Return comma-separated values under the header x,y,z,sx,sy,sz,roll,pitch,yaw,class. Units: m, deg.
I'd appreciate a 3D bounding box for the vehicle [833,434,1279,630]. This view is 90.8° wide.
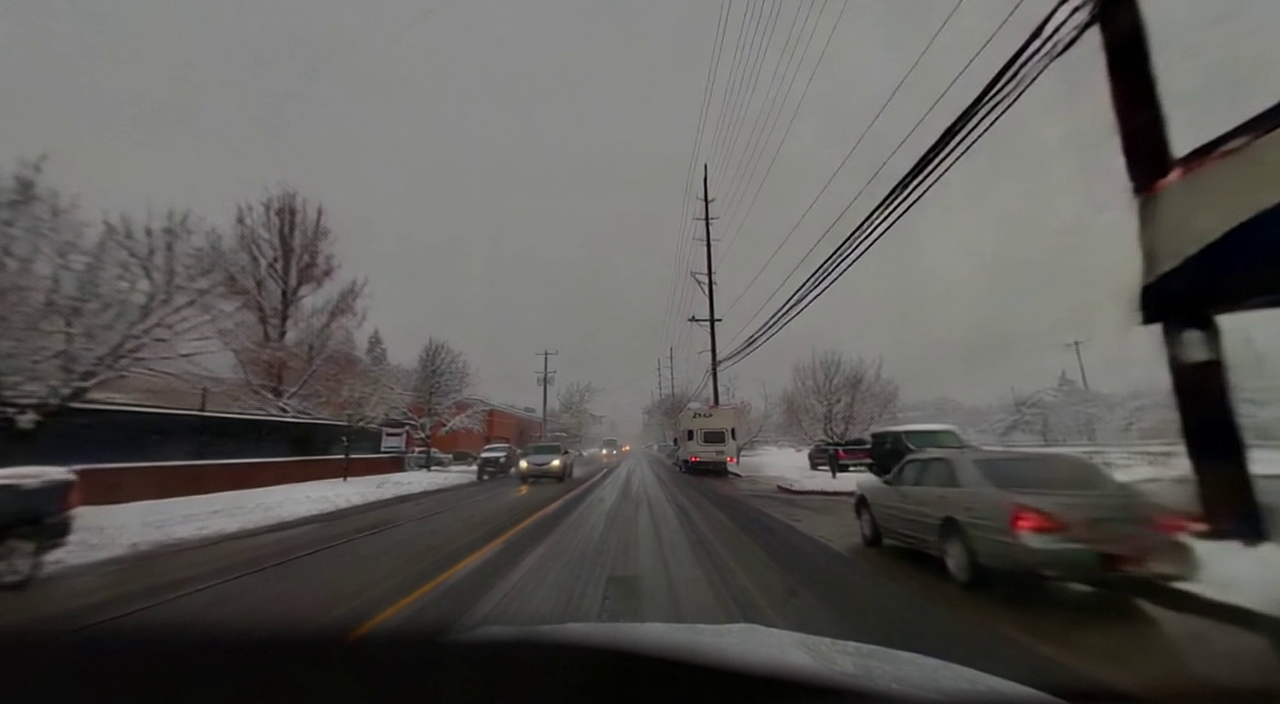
x,y,z,sx,sy,sz,roll,pitch,yaw,class
3.910,1.707,7.119,1.970,1.476,4.405,0,-8,-1,vehicle

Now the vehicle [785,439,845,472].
x,y,z,sx,sy,sz,roll,pitch,yaw,class
9.418,5.591,34.429,2.039,1.662,4.304,0,-8,0,vehicle

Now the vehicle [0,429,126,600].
x,y,z,sx,sy,sz,roll,pitch,yaw,class
-7.879,1.645,6.053,2.001,1.830,4.735,0,-8,-2,vehicle

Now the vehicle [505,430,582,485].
x,y,z,sx,sy,sz,roll,pitch,yaw,class
-3.761,4.232,25.554,2.307,1.998,4.734,0,-8,1,vehicle

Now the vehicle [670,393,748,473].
x,y,z,sx,sy,sz,roll,pitch,yaw,class
3.716,4.857,36.289,3.029,3.860,7.726,-4,-11,-3,vehicle

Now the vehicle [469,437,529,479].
x,y,z,sx,sy,sz,roll,pitch,yaw,class
-8.093,6.147,36.793,2.177,2.075,5.427,-4,-9,0,vehicle
